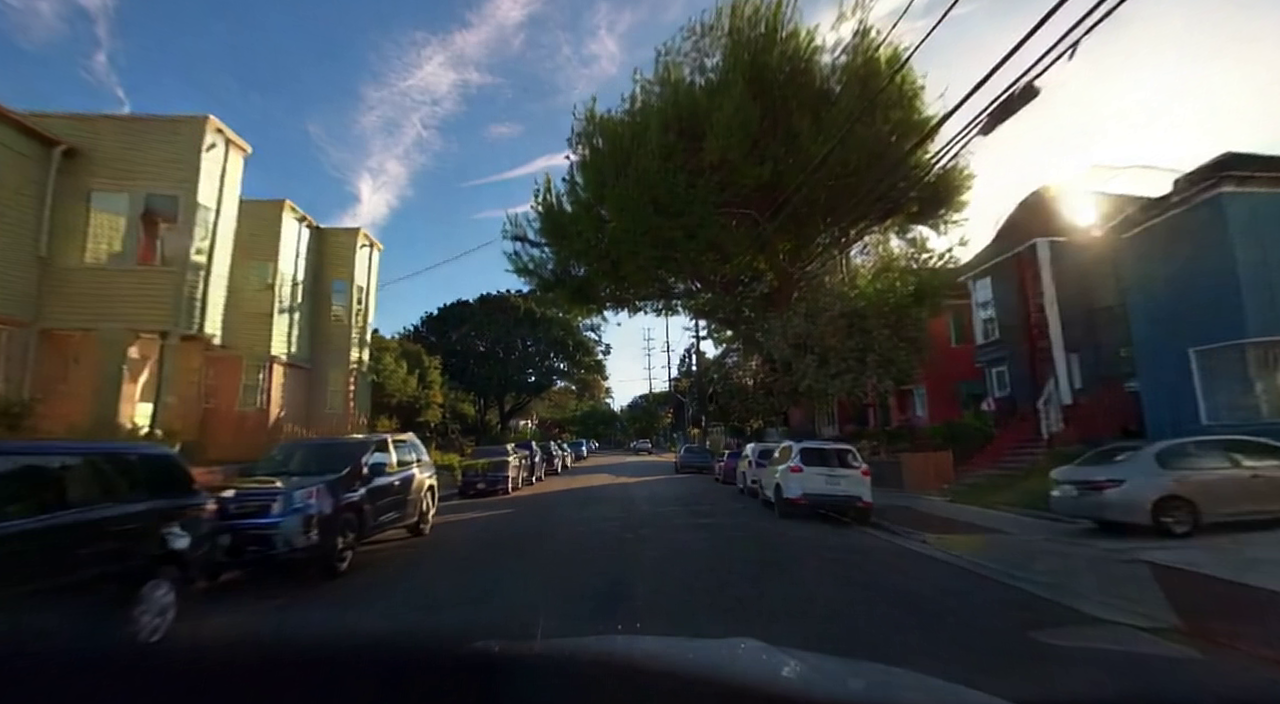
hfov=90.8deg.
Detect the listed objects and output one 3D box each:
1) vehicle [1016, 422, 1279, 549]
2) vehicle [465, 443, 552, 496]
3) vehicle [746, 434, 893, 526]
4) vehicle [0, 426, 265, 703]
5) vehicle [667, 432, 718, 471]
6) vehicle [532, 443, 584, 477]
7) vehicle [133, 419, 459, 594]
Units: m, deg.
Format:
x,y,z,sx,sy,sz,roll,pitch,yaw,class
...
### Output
x,y,z,sx,sy,sz,roll,pitch,yaw,class
7.973,1.742,8.568,4.480,1.497,1.884,-1,-8,2,vehicle
-4.020,3.653,20.081,1.998,1.476,4.410,0,-9,-2,vehicle
3.461,2.529,13.059,1.916,1.587,3.986,0,-9,1,vehicle
-4.053,1.117,3.101,1.745,1.490,4.304,0,-8,0,vehicle
3.085,6.042,38.484,2.564,2.155,6.053,0,-8,0,vehicle
-3.900,5.234,30.770,1.979,1.471,4.366,1,-9,0,vehicle
-3.845,1.767,8.028,1.876,1.645,3.911,0,-9,0,vehicle
